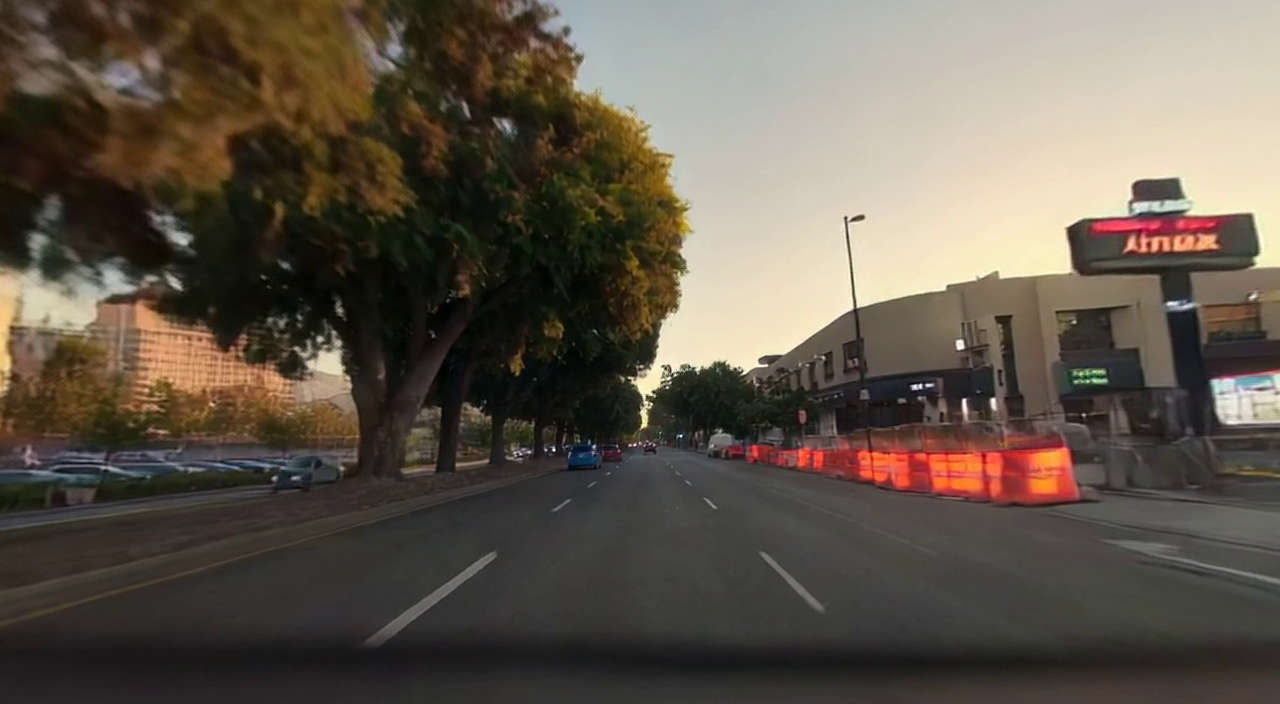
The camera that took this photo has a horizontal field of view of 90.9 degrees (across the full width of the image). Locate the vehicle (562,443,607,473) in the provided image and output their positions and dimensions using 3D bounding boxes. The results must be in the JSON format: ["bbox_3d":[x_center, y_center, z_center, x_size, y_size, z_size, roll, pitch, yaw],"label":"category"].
[{"bbox_3d":[-2.863,5.545,33.211,1.926,1.442,4.231,0,-8,1],"label":"vehicle"}]

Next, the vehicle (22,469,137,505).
[{"bbox_3d":[-30.097,7.229,33.991,4.492,1.450,1.833,3,-11,-42],"label":"vehicle"}]
